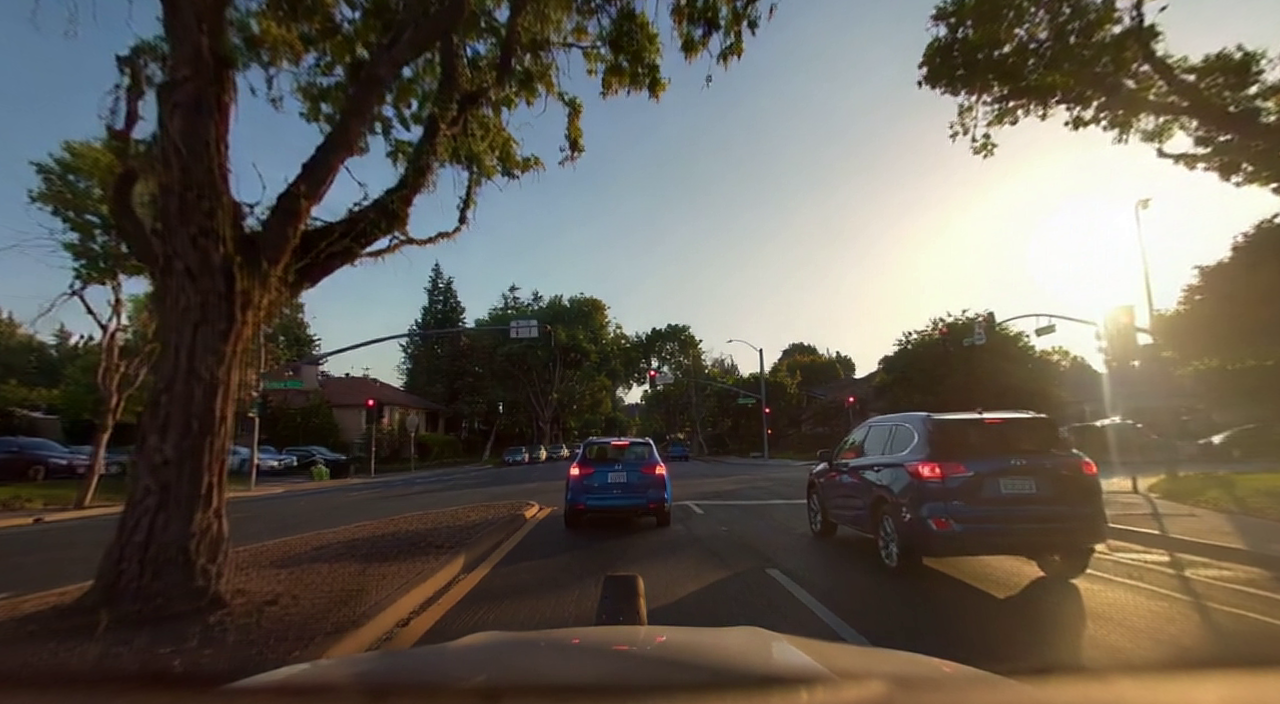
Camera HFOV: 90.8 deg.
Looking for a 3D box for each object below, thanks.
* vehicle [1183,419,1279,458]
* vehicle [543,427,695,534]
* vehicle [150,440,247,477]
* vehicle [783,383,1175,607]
[{"bbox_3d":[34.495,4.794,34.813,6.226,2.061,2.527,-2,-9,14],"label":"vehicle"},{"bbox_3d":[-0.328,2.202,11.484,2.177,1.512,4.682,0,-8,-1],"label":"vehicle"},{"bbox_3d":[-28.516,6.886,40.921,4.943,2.110,2.217,4,-10,-35],"label":"vehicle"},{"bbox_3d":[3.192,1.459,7.271,2.046,1.768,4.370,0,-8,0],"label":"vehicle"}]
